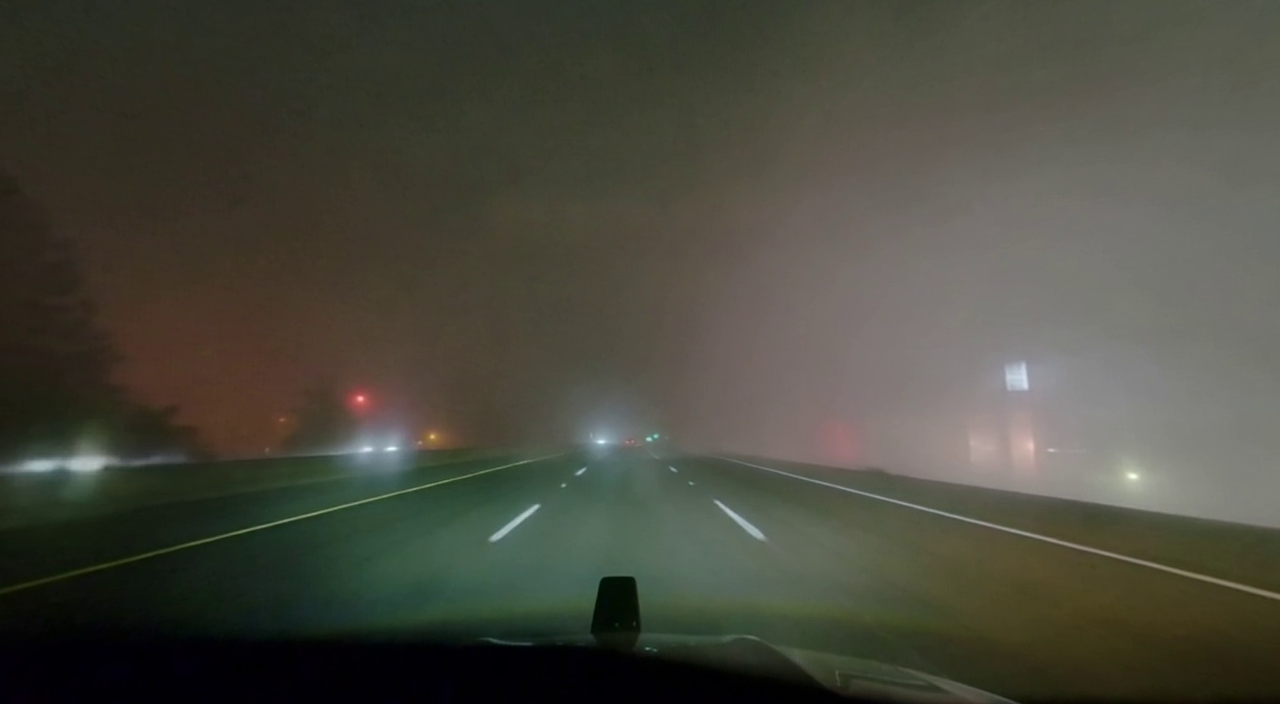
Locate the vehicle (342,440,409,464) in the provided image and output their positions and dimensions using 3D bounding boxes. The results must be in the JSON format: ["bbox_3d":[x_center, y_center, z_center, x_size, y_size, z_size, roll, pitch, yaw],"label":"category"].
[{"bbox_3d":[-18.728,7.069,44.815,2.404,1.548,5.453,0,-8,0],"label":"vehicle"}]
